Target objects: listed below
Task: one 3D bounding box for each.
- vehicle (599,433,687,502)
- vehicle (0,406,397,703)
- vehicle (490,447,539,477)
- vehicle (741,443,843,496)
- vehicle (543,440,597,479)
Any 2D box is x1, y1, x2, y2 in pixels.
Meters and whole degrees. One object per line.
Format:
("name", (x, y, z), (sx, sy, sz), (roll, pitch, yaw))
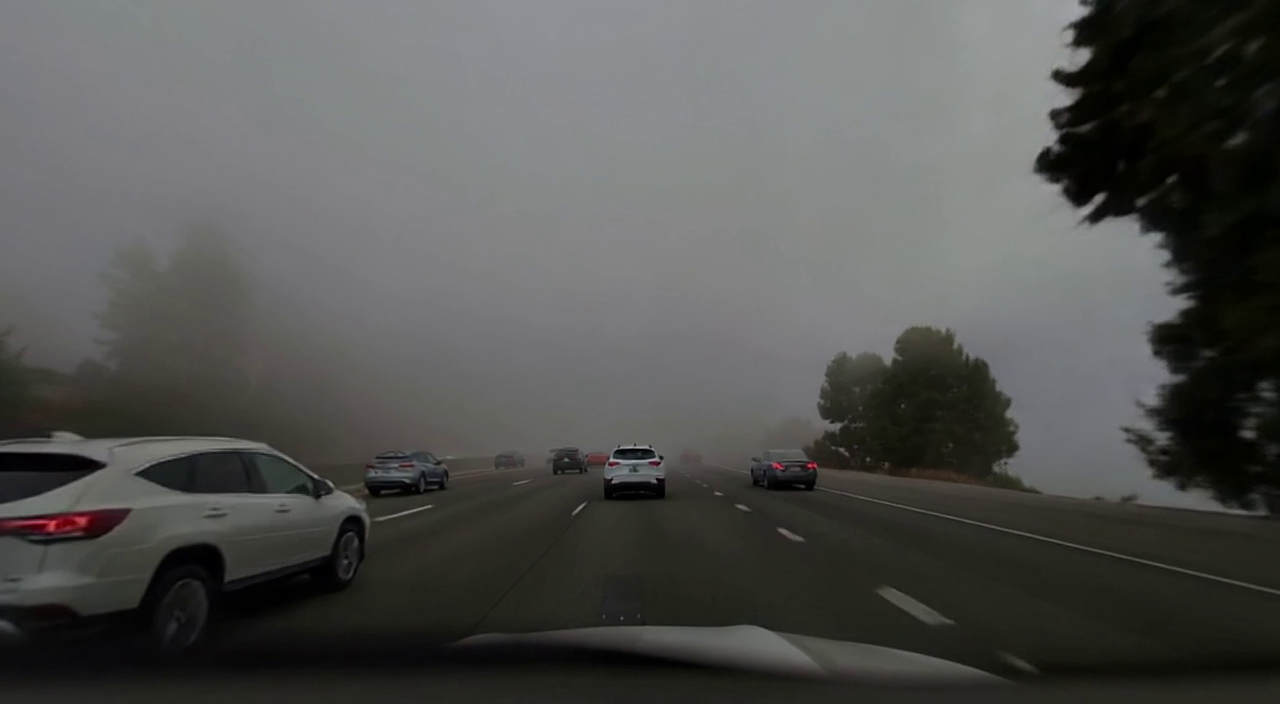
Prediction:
("vehicle", (0.094, 3.218, 17.972), (2.223, 1.722, 4.177), (0, -8, 0))
("vehicle", (-3.559, 1.238, 4.281), (2.011, 1.498, 4.341), (0, -8, 1))
("vehicle", (-7.198, 6.331, 36.523), (1.931, 1.617, 4.060), (0, -8, 1))
("vehicle", (4.670, 3.675, 20.120), (2.006, 1.474, 4.669), (0, -8, -1))
("vehicle", (-3.448, 5.388, 31.752), (2.142, 1.808, 4.266), (0, -8, 1))
